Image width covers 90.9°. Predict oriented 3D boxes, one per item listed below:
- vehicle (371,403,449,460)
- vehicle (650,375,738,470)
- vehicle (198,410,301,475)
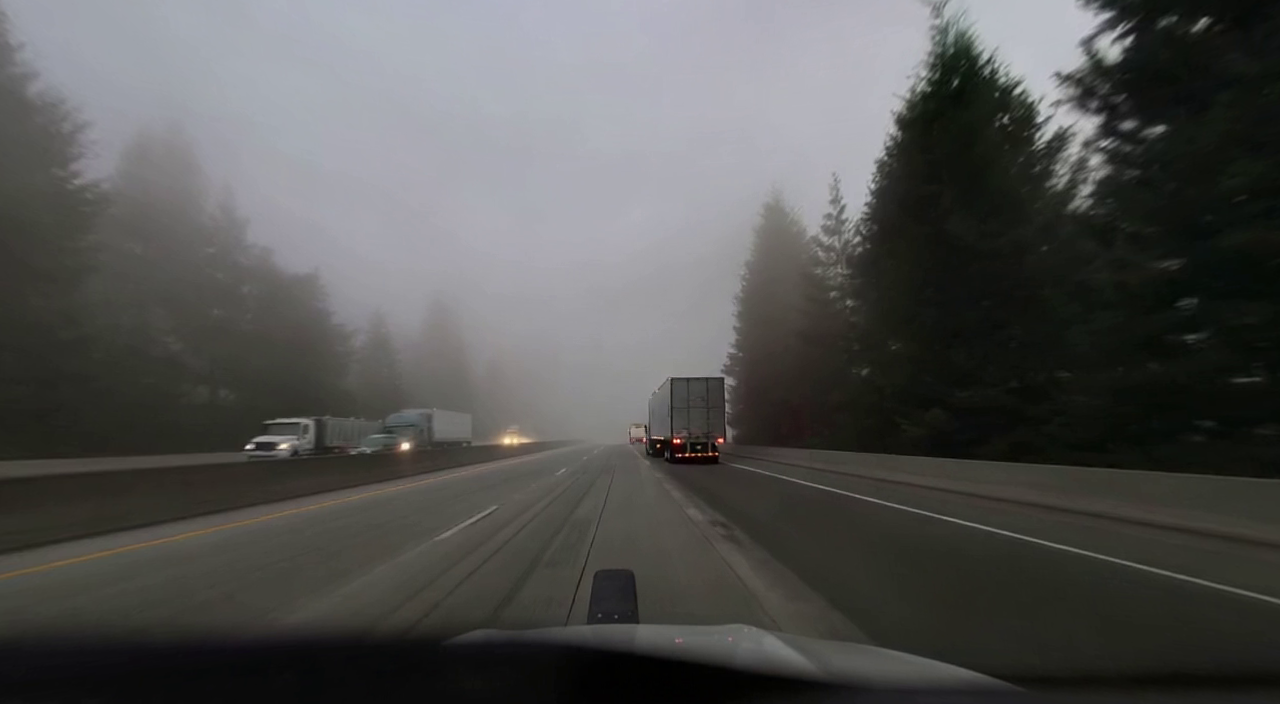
[{"bbox_3d":[-16.753,5.904,46.625,3.034,3.819,7.828,0,-8,-2],"label":"vehicle"},{"bbox_3d":[2.435,3.961,34.104,2.905,4.080,14.157,0,-8,-2],"label":"vehicle"},{"bbox_3d":[-21.036,4.898,34.263,2.856,3.327,4.179,0,-8,-2],"label":"vehicle"}]
